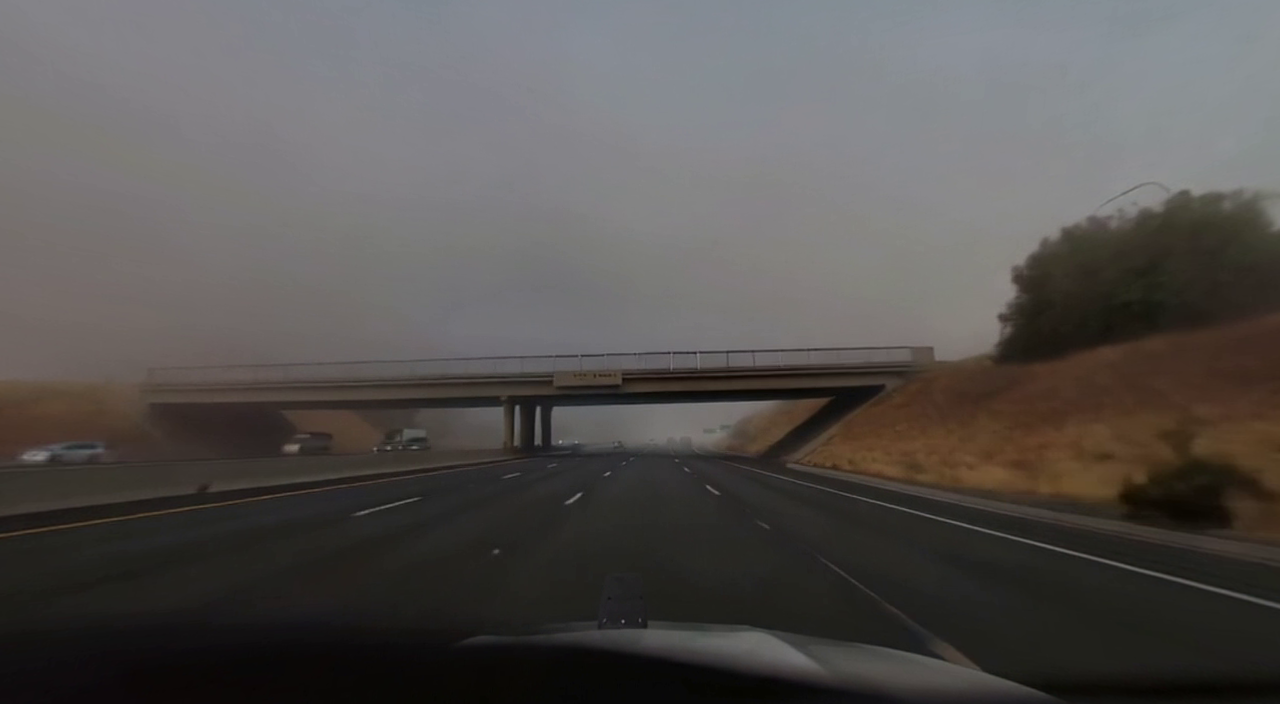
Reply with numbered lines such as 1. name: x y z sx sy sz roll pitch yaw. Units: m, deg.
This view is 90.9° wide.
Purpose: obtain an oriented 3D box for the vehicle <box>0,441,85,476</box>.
1. vehicle: -28.250 4.773 28.528 1.861 1.478 4.806 0 -9 0

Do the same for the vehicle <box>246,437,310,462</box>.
1. vehicle: -28.055 7.577 49.052 1.986 1.769 4.812 0 -9 1
